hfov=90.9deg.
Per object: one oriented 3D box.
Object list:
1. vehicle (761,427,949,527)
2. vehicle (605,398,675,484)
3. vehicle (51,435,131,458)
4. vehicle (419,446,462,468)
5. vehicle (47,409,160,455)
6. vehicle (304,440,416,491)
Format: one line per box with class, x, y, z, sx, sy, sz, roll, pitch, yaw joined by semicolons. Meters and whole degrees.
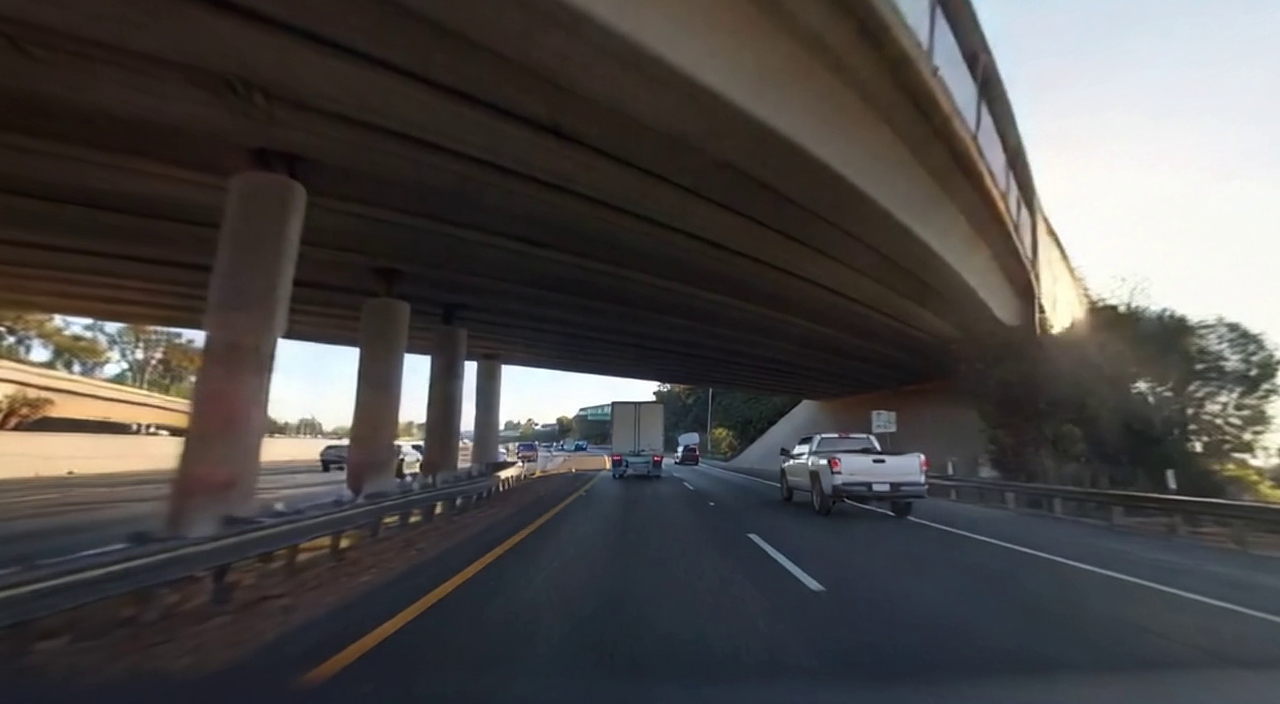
vehicle;4.244;2.572;13.593;2.189;1.709;5.131;0;-9;-1
vehicle;-0.070;4.580;32.146;2.916;3.584;10.841;0;-9;-1
vehicle;-36.682;6.290;42.283;1.685;1.437;4.139;-1;-7;-2
vehicle;-14.495;7.622;46.130;1.906;1.510;4.303;0;-9;-3
vehicle;-41.299;6.291;48.943;2.643;3.226;7.180;0;-9;-3
vehicle;-9.567;3.894;21.995;2.006;1.562;4.475;0;-9;-2
